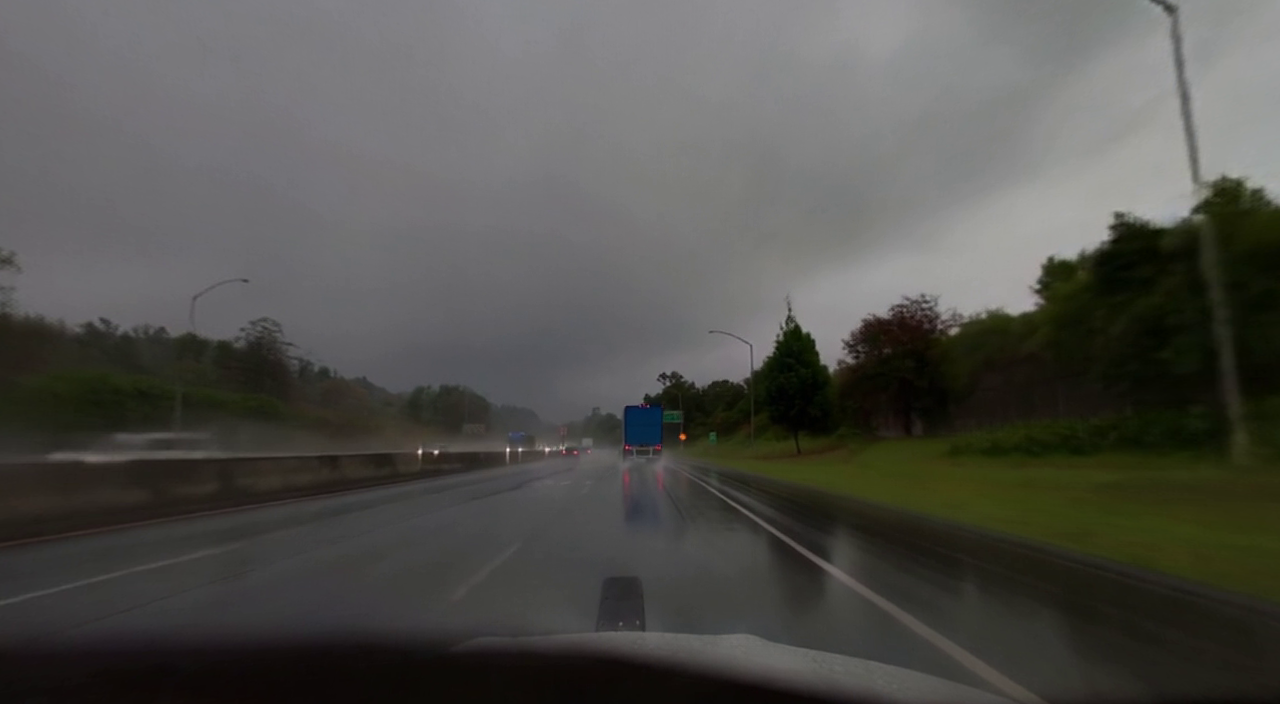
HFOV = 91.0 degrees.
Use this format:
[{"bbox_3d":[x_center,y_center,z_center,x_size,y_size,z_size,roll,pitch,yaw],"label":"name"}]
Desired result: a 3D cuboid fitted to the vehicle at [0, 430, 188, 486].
[{"bbox_3d":[-16.828,3.296,19.783,1.878,1.537,4.489,0,-9,0],"label":"vehicle"}]
